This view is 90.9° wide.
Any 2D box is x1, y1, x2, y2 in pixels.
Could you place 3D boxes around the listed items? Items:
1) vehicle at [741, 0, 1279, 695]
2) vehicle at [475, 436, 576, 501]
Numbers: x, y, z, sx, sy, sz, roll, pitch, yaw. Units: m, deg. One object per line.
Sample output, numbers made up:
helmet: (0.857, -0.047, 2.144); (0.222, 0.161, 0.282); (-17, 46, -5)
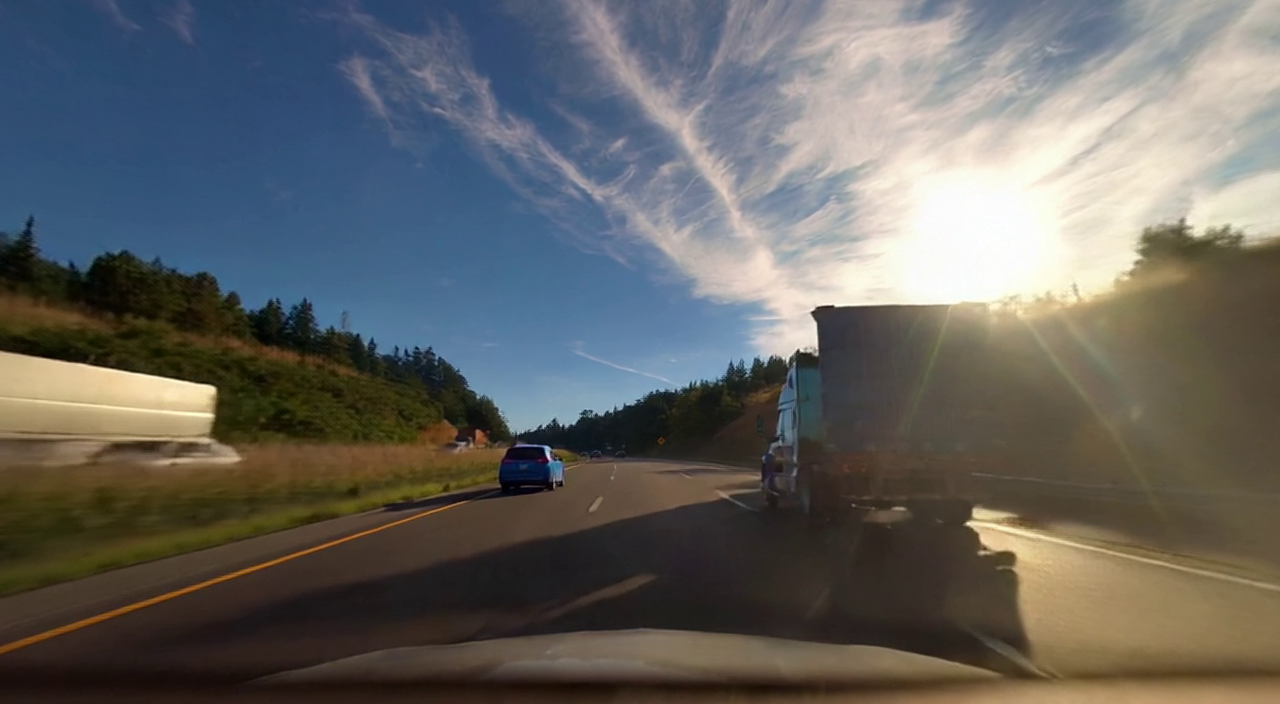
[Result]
vehicle: (4.502, 0.174, 7.964); (3.532, 4.201, 17.611); (0, -9, 0)
vehicle: (-3.217, 3.391, 18.634); (2.115, 1.670, 4.261); (0, -9, 1)
